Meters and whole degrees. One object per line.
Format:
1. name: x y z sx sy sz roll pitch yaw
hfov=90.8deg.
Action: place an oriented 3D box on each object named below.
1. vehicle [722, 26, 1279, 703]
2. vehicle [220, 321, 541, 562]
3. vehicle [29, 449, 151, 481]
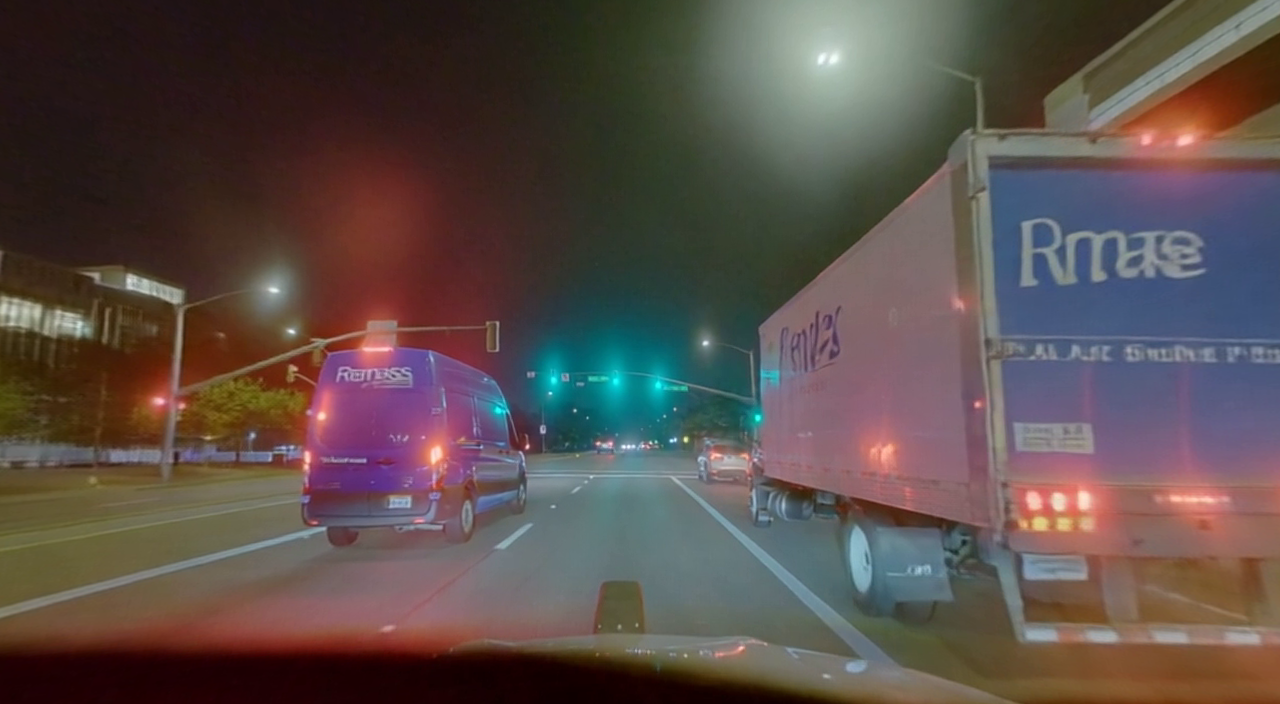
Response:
1. vehicle: 3.179 0.735 8.032 2.861 3.525 9.858 0 -9 0
2. vehicle: -3.493 1.514 10.603 2.443 2.784 6.493 0 -9 1
3. vehicle: -30.945 6.334 35.746 4.811 1.675 1.875 5 -10 -30
